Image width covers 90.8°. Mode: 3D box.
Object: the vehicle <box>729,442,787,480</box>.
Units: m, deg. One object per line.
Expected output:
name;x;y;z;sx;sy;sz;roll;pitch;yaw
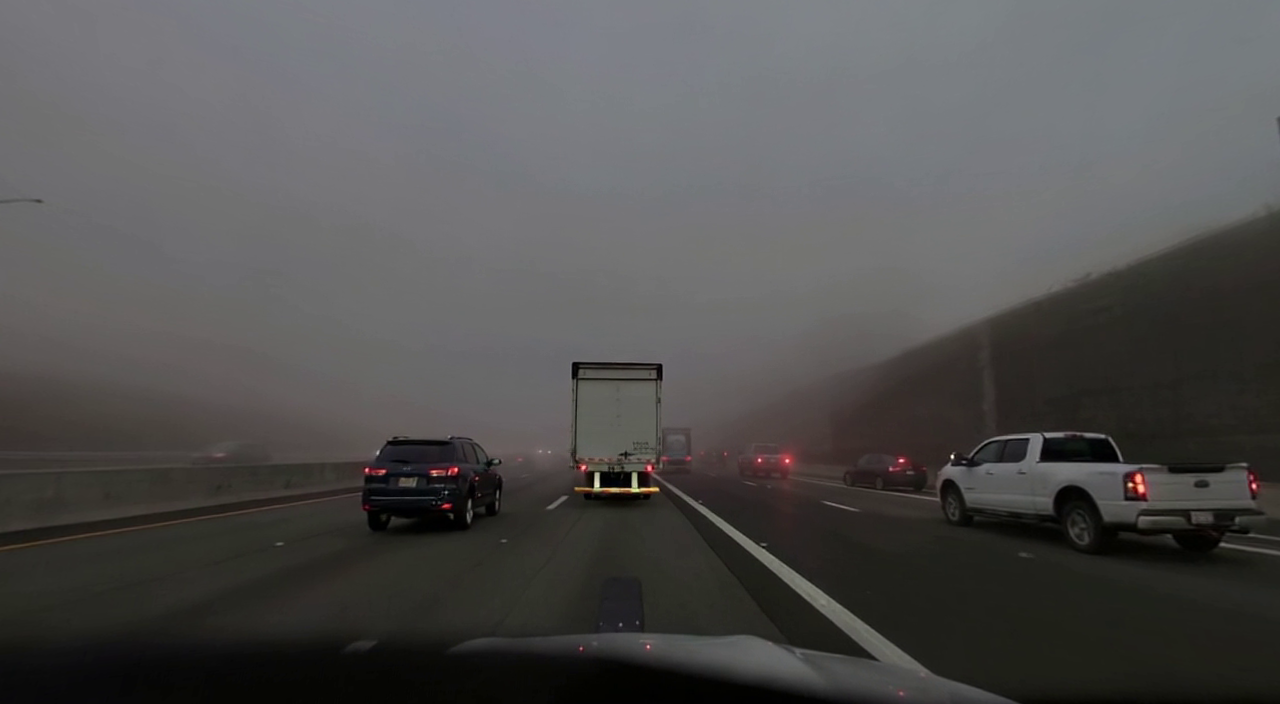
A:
vehicle;6.277;5.854;34.177;2.070;1.888;4.546;0;-9;-2

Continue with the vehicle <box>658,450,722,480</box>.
vehicle;2.665;6.461;36.807;3.009;1.501;8.887;0;-9;0

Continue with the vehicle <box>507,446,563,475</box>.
vehicle;-5.779;6.021;35.411;1.973;1.471;4.779;-1;-9;4

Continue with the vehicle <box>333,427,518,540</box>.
vehicle;-3.574;2.255;11.456;1.946;1.641;4.105;0;-9;-1

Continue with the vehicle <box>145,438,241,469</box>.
vehicle;-23.094;5.263;32.861;1.842;1.473;4.311;0;-9;0

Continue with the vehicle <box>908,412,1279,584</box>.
vehicle;6.118;1.866;9.021;2.188;1.731;5.031;0;-9;-2

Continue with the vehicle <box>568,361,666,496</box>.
vehicle;-0.728;3.090;24.466;2.906;4.040;10.743;0;-9;0
